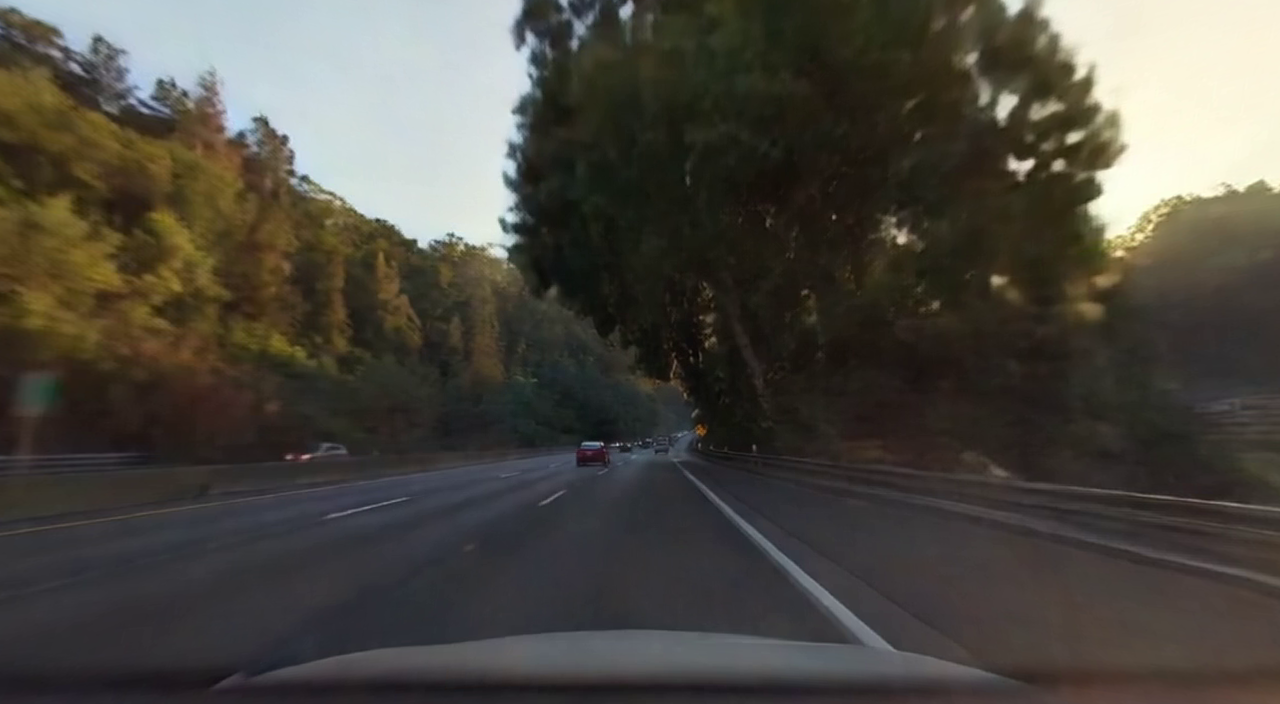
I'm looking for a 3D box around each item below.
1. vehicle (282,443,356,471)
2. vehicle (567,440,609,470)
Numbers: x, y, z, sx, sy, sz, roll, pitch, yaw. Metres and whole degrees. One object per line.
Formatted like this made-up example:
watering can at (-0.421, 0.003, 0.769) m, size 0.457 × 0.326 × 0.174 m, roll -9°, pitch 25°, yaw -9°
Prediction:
vehicle at (-18.593, 6.084, 36.670) m, size 1.916 × 1.496 × 4.271 m, roll 0°, pitch -8°, yaw 2°
vehicle at (-2.905, 5.882, 36.147) m, size 2.015 × 1.561 × 4.469 m, roll 0°, pitch -8°, yaw 0°
